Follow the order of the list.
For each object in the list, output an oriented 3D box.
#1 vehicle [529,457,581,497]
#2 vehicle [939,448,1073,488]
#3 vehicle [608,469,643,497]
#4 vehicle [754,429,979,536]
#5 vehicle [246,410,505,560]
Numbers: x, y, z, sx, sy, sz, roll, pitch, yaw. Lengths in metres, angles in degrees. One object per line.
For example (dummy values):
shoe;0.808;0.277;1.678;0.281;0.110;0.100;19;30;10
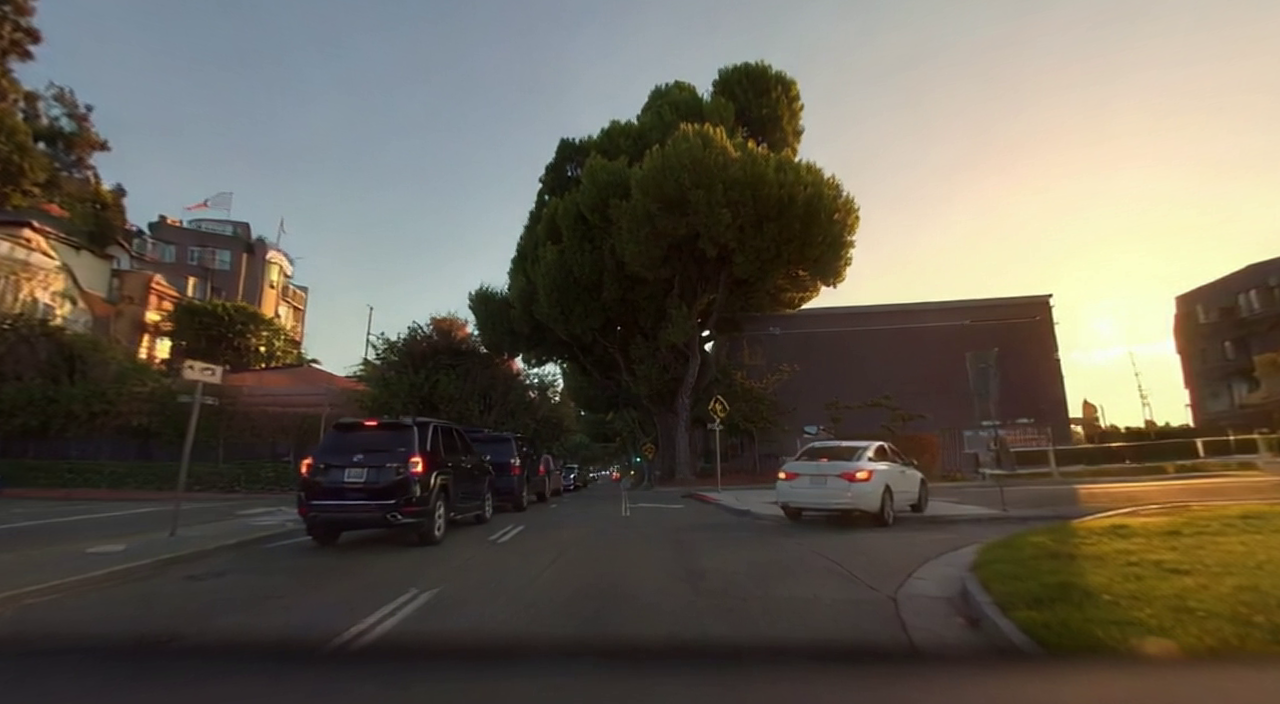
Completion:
vehicle;-3.622;5.392;27.537;1.806;1.532;3.680;0;-8;-1
vehicle;14.654;4.701;25.516;4.422;1.457;1.882;-6;-11;27
vehicle;-0.966;8.238;39.899;2.119;1.475;3.997;0;-8;-3
vehicle;4.025;2.135;10.957;3.922;1.478;2.020;7;-11;-42
vehicle;-3.629;1.909;9.808;2.017;1.761;4.572;0;-8;0
